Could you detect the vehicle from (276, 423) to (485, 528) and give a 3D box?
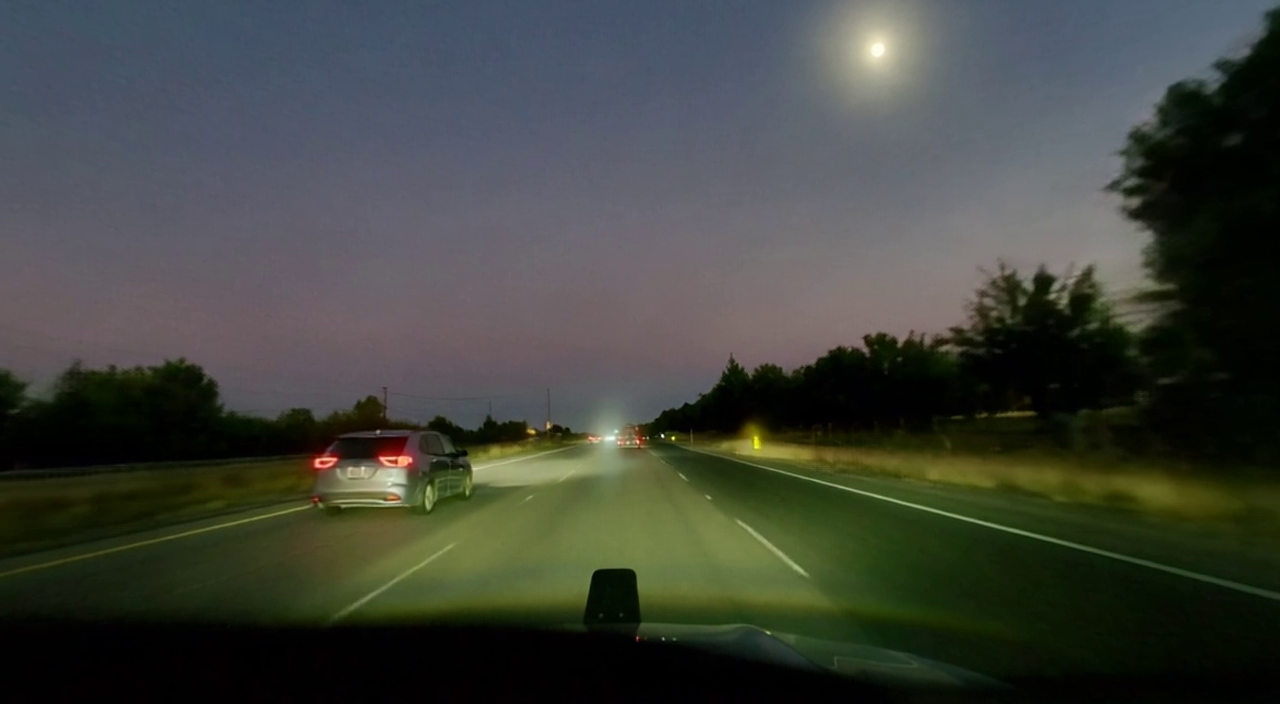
[{"bbox_3d":[-4.203,2.037,11.052,1.931,1.483,4.105,0,-8,0],"label":"vehicle"}]

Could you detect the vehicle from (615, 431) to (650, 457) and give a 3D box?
[{"bbox_3d":[-0.508,5.955,40.916,2.162,1.616,4.242,0,-8,-1],"label":"vehicle"}]
